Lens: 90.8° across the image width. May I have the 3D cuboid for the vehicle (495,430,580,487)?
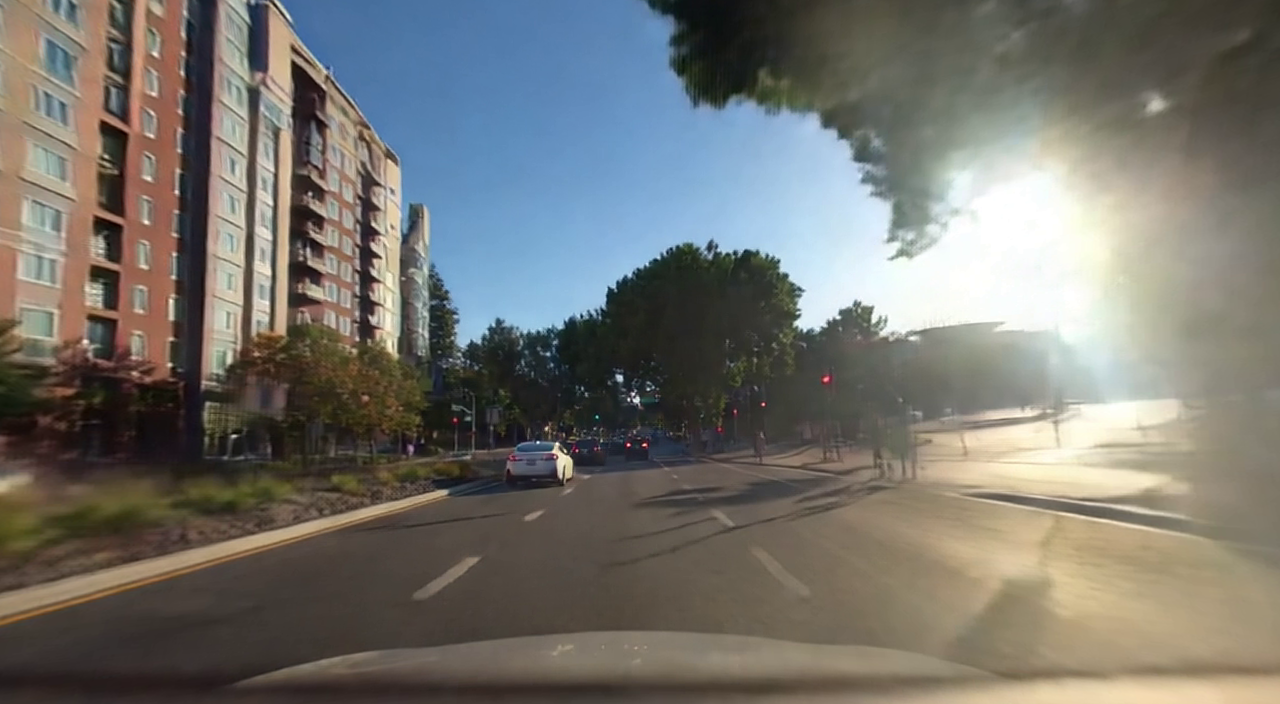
[{"bbox_3d":[-3.350,3.573,21.566,2.116,1.725,4.315,0,-8,1],"label":"vehicle"}]

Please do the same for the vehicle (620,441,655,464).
[{"bbox_3d":[-0.144,6.433,40.585,2.095,1.438,3.843,0,-8,0],"label":"vehicle"}]

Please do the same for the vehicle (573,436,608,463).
[{"bbox_3d":[-3.490,6.982,45.349,2.152,1.802,4.628,0,-8,0],"label":"vehicle"}]
